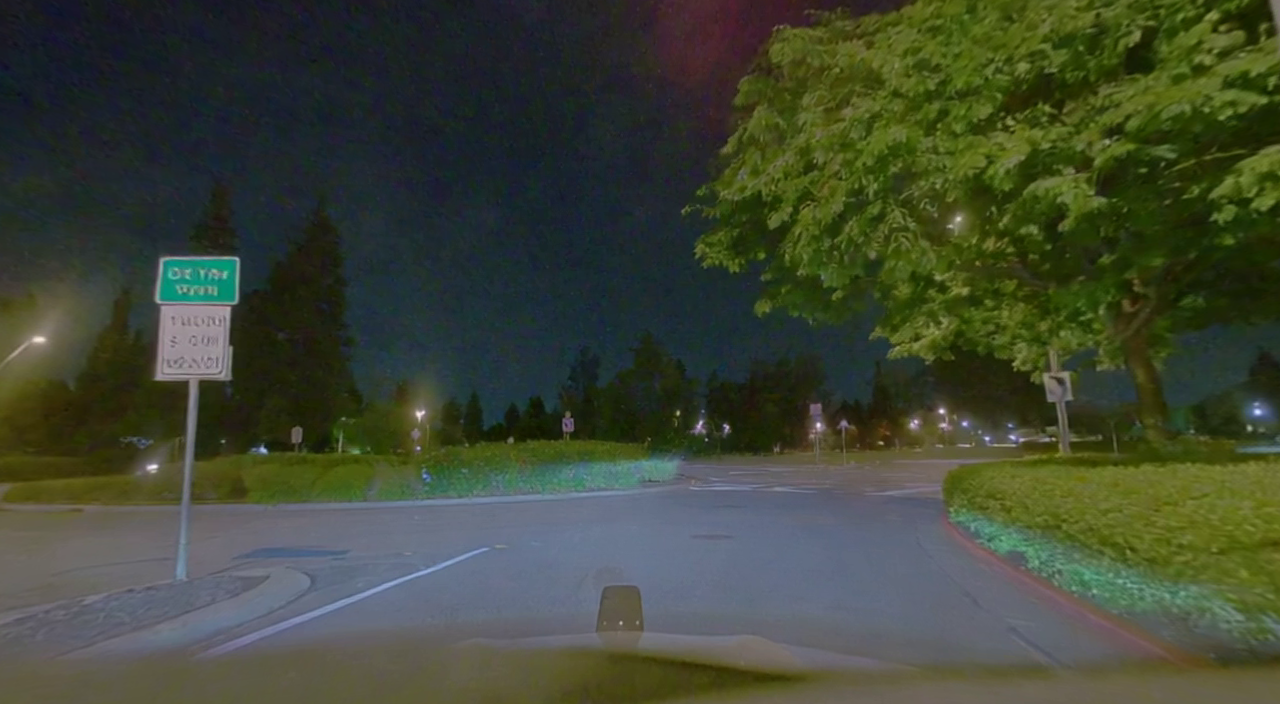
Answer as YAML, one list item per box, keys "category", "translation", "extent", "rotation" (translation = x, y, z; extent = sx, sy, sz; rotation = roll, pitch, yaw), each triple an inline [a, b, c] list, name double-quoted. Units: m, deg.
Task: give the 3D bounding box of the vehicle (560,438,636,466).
- category: "vehicle"
  translation: [-2.717, 6.390, 40.280]
  extent: [4.490, 1.672, 2.019]
  rotation: [-6, -10, 33]

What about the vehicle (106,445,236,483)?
- category: "vehicle"
  translation: [-21.102, 5.019, 28.684]
  extent: [2.088, 1.581, 4.345]
  rotation: [-2, -9, 12]
